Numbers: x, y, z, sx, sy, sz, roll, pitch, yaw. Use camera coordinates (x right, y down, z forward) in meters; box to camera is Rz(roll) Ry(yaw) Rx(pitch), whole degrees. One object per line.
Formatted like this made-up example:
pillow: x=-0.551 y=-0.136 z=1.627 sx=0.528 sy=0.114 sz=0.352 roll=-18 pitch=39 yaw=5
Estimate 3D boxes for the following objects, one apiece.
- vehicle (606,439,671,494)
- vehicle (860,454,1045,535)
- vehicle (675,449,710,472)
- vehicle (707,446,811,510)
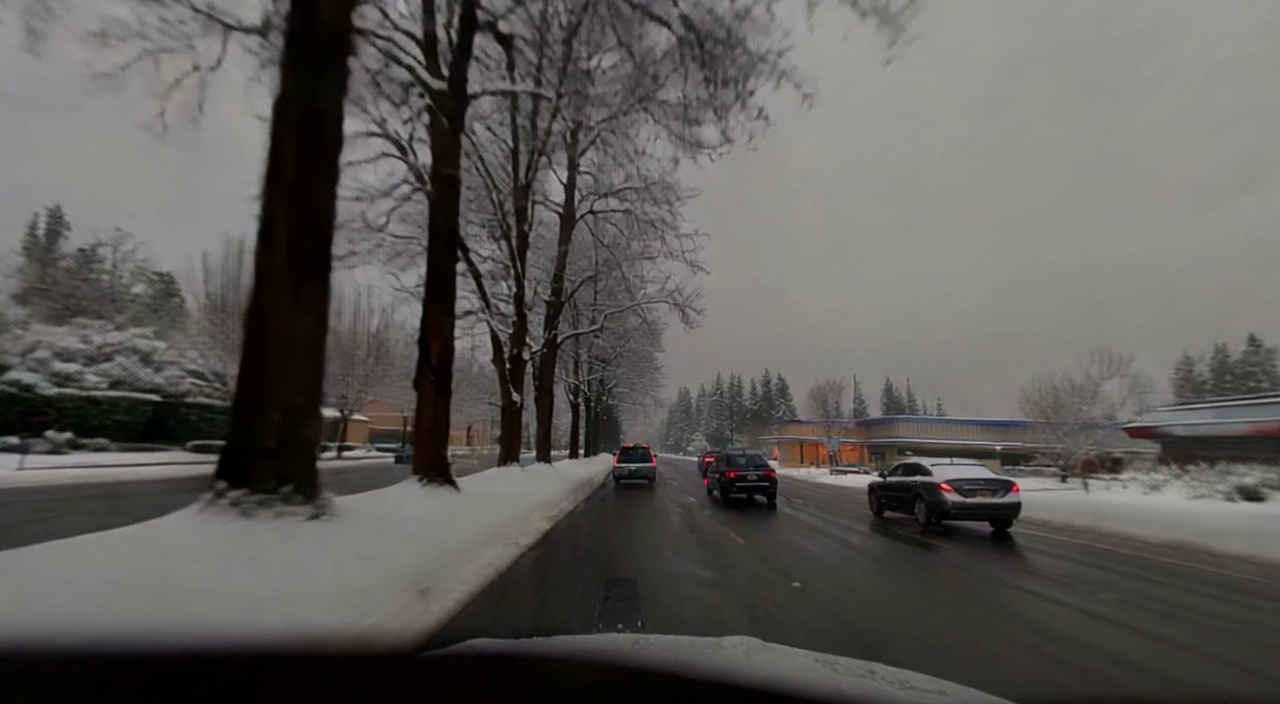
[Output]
vehicle: x=-0.062 y=3.841 z=21.458 sx=2.008 sy=1.674 sz=4.239 roll=0 pitch=-8 yaw=0
vehicle: x=6.734 y=3.069 z=14.170 sx=1.944 sy=1.458 sz=4.268 roll=0 pitch=-8 yaw=0
vehicle: x=3.603 y=7.554 z=43.818 sx=2.012 sy=1.462 sz=4.163 roll=0 pitch=-8 yaw=-1
vehicle: x=3.086 y=3.343 z=17.235 sx=1.932 sy=1.510 sz=4.168 roll=0 pitch=-8 yaw=-1
